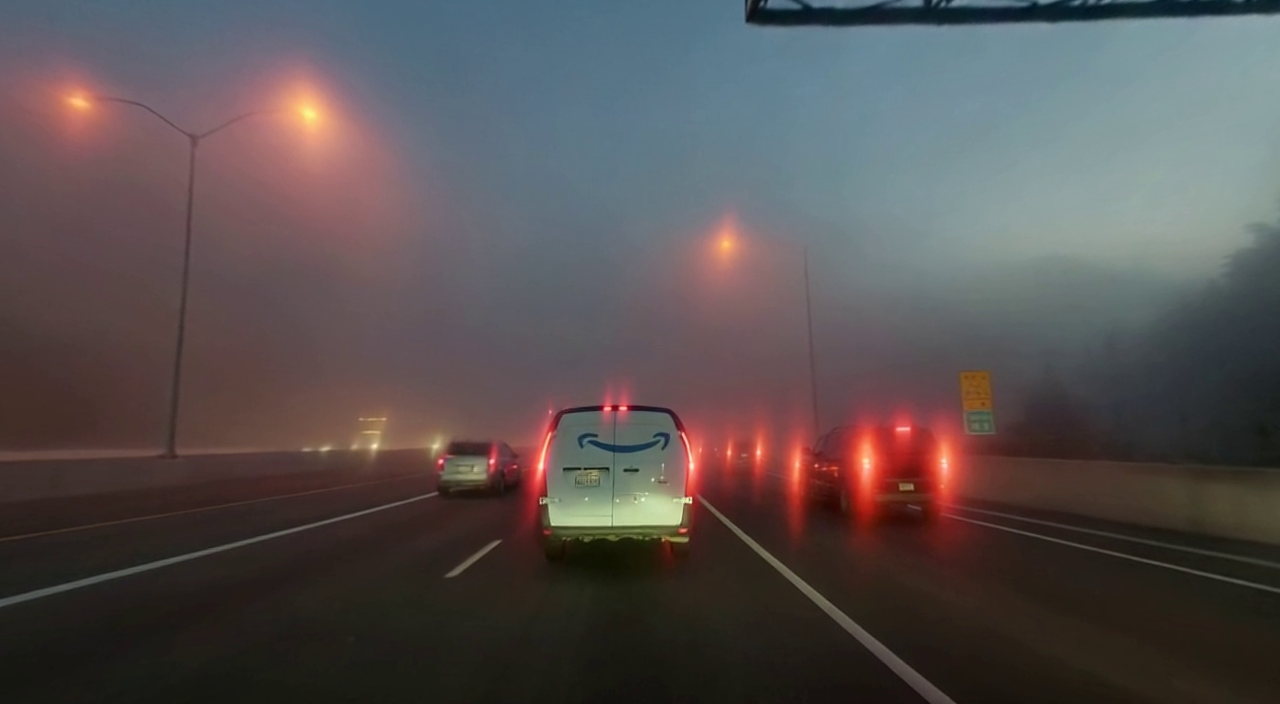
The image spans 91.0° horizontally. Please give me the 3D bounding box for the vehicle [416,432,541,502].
[{"bbox_3d":[-3.895,2.859,16.082,1.983,1.496,4.371,0,-9,1],"label":"vehicle"}]

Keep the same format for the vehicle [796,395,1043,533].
[{"bbox_3d":[4.767,2.036,11.970,2.179,1.999,5.331,1,-9,-1],"label":"vehicle"}]

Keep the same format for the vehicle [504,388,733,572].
[{"bbox_3d":[-0.202,1.610,8.589,2.287,1.823,4.369,0,-9,0],"label":"vehicle"}]

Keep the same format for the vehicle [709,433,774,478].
[{"bbox_3d":[4.209,4.373,26.868,2.064,1.720,4.416,0,-9,1],"label":"vehicle"}]
